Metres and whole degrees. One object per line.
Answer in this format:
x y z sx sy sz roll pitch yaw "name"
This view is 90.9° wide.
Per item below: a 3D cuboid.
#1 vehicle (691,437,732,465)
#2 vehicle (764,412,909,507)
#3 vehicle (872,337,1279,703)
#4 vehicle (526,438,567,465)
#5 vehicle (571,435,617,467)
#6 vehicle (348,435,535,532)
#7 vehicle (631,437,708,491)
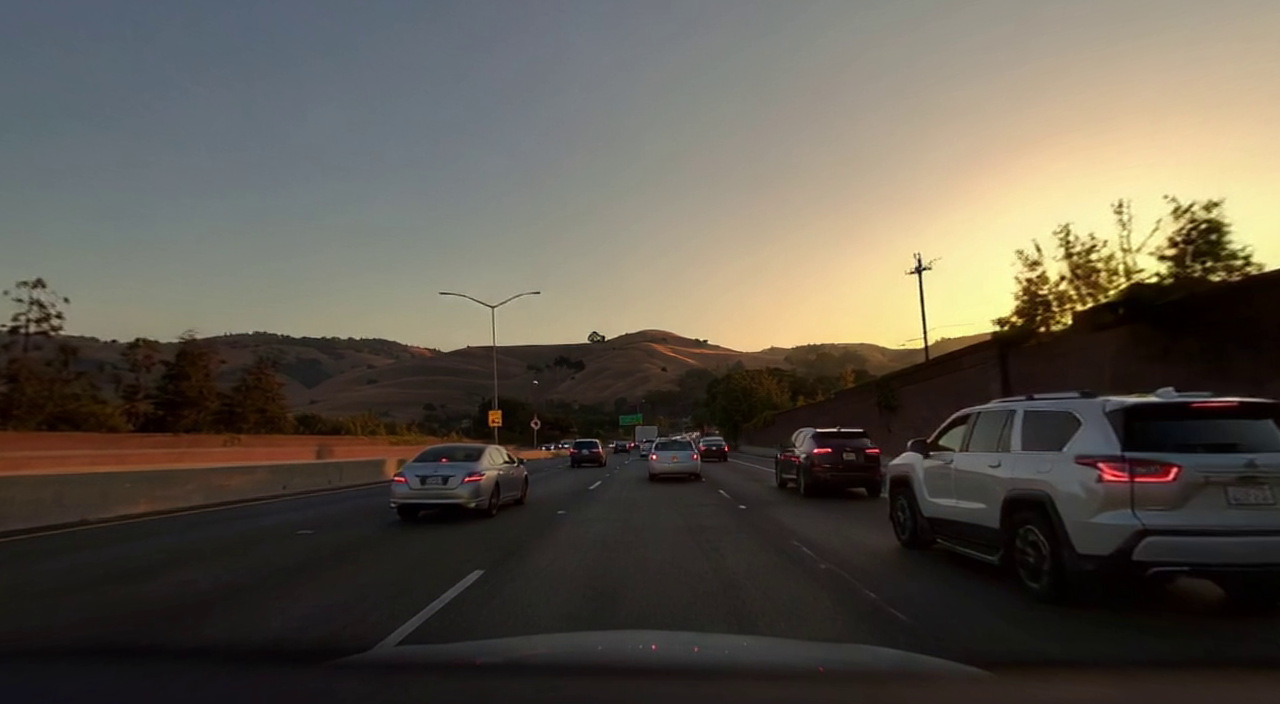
4.016 5.643 36.167 1.855 1.513 3.915 0 -8 0 "vehicle"
4.389 2.489 14.991 1.970 1.872 4.575 0 -8 0 "vehicle"
3.771 1.133 5.381 1.930 1.831 4.344 0 -8 0 "vehicle"
-6.485 6.930 44.263 2.055 1.751 4.825 0 -8 2 "vehicle"
-2.642 5.850 37.519 2.154 1.793 4.736 0 -8 2 "vehicle"
-3.379 2.308 11.791 1.961 1.456 4.362 0 -8 2 "vehicle"
0.773 3.362 19.374 2.105 1.471 3.978 0 -8 -1 "vehicle"
